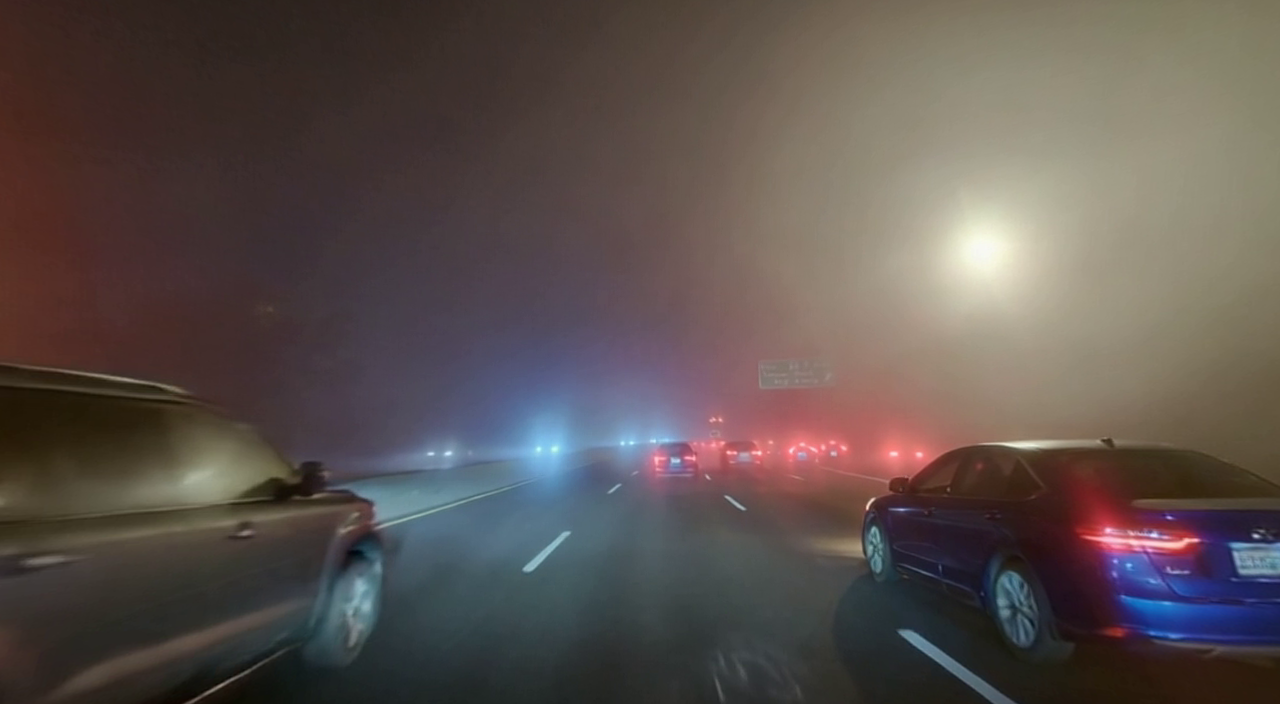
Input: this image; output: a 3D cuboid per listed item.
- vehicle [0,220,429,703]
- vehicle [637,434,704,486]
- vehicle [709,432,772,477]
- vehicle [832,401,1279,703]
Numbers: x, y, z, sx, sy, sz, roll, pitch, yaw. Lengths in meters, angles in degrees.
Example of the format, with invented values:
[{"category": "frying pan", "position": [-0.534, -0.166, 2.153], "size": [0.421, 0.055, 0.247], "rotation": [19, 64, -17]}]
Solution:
[{"category": "vehicle", "position": [-3.086, 0.745, 2.734], "size": [2.434, 1.965, 5.305], "rotation": [0, -9, 1]}, {"category": "vehicle", "position": [1.023, 3.686, 21.667], "size": [2.074, 1.614, 3.803], "rotation": [0, -9, 2]}, {"category": "vehicle", "position": [4.109, 4.280, 26.399], "size": [2.076, 1.684, 4.241], "rotation": [0, -9, 2]}, {"category": "vehicle", "position": [3.123, 1.273, 4.609], "size": [2.009, 1.489, 4.559], "rotation": [0, -9, 0]}]
